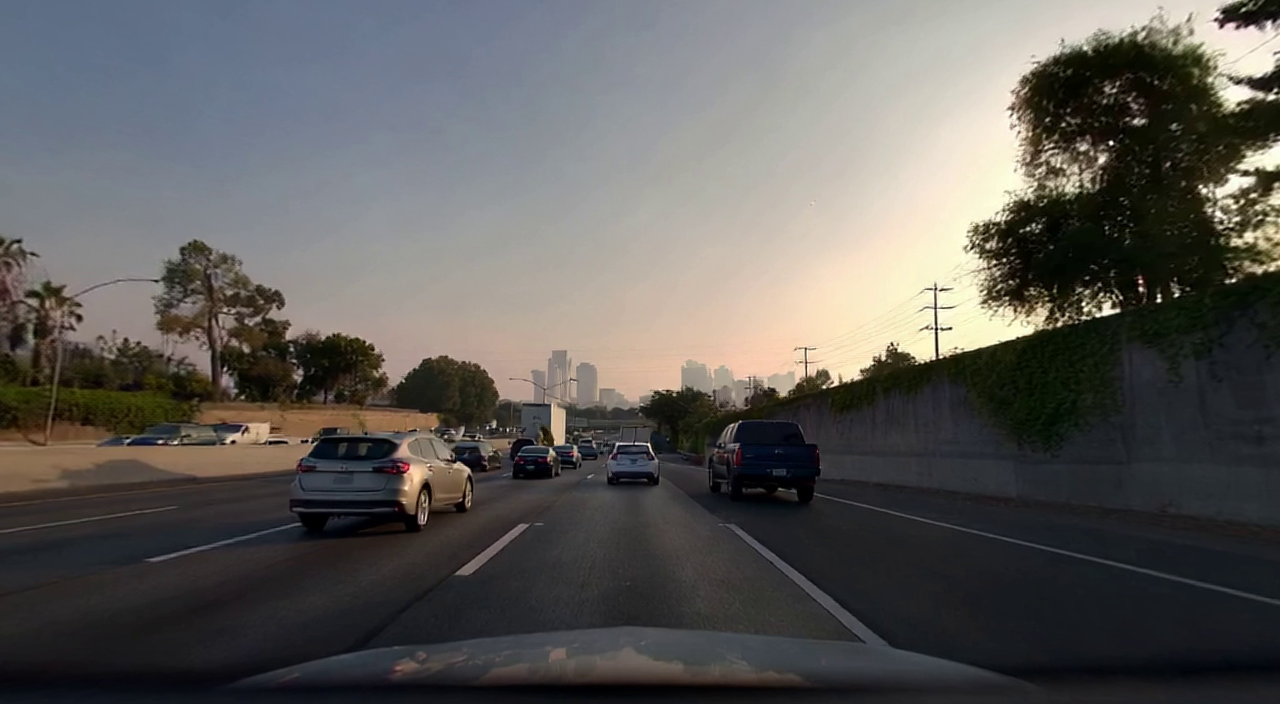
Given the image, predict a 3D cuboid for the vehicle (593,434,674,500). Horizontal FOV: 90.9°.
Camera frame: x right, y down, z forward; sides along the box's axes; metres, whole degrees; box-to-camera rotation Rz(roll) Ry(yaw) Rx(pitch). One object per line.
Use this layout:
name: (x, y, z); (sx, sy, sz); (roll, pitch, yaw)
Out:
vehicle: (-0.182, 3.228, 18.176); (2.092, 1.671, 3.889); (0, -8, 0)

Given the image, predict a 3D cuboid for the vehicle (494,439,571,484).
vehicle: (-3.910, 4.065, 23.809); (2.049, 1.530, 4.707); (0, -8, 0)

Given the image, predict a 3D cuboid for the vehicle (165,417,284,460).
vehicle: (-20.597, 4.373, 31.669); (2.071, 1.972, 5.676); (0, -8, 0)

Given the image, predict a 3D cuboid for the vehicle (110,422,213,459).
vehicle: (-24.481, 4.589, 32.505); (2.056, 1.752, 4.276); (0, -8, -2)

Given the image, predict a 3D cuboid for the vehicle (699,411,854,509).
vehicle: (3.277, 2.798, 16.832); (2.793, 2.132, 5.682); (0, -8, -1)

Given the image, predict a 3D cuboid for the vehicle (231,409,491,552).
vehicle: (-3.941, 1.894, 9.986); (2.026, 1.719, 4.490); (0, -8, 0)
